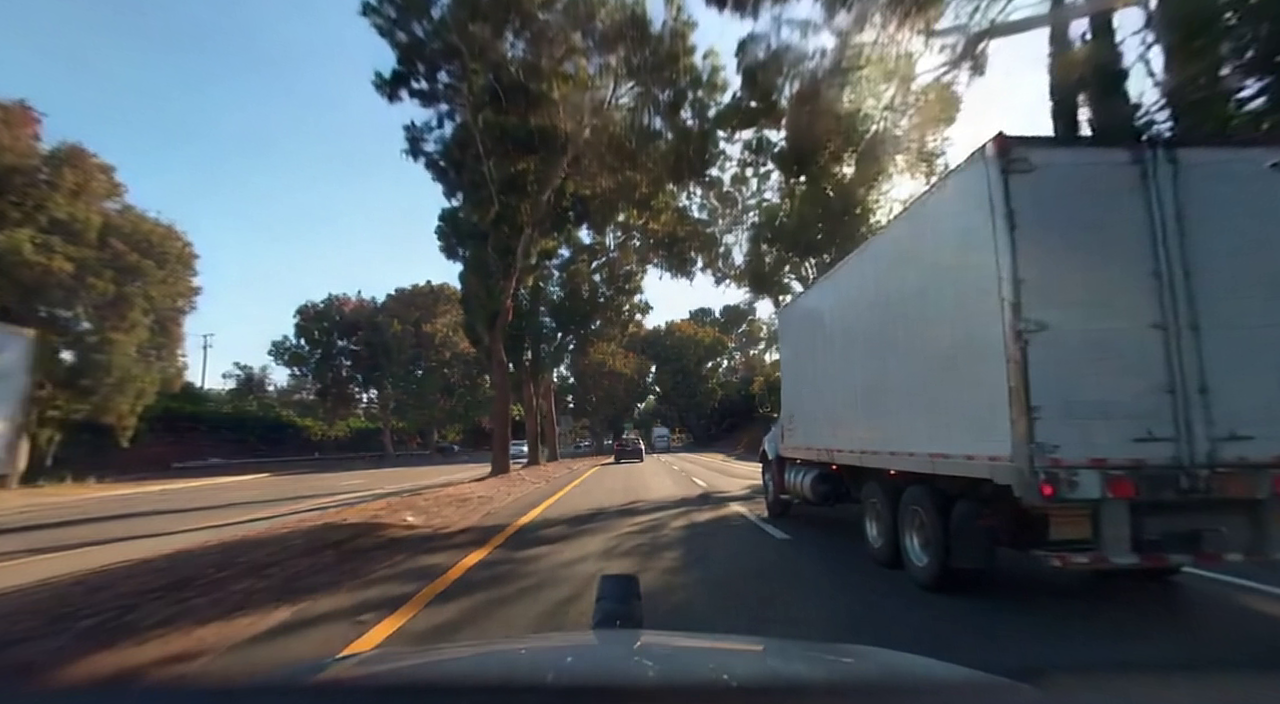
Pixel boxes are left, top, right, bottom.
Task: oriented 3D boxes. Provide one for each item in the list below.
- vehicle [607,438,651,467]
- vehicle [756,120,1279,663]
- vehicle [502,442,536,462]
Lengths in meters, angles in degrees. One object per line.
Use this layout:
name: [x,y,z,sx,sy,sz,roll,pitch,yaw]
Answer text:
vehicle: [-0.592,5.380,34.082,2.259,1.466,3.693,0,-8,-1]
vehicle: [3.833,0.697,8.189,2.921,3.526,8.207,0,-8,-1]
vehicle: [-9.380,7.718,49.030,1.882,1.446,3.944,0,-8,-1]
